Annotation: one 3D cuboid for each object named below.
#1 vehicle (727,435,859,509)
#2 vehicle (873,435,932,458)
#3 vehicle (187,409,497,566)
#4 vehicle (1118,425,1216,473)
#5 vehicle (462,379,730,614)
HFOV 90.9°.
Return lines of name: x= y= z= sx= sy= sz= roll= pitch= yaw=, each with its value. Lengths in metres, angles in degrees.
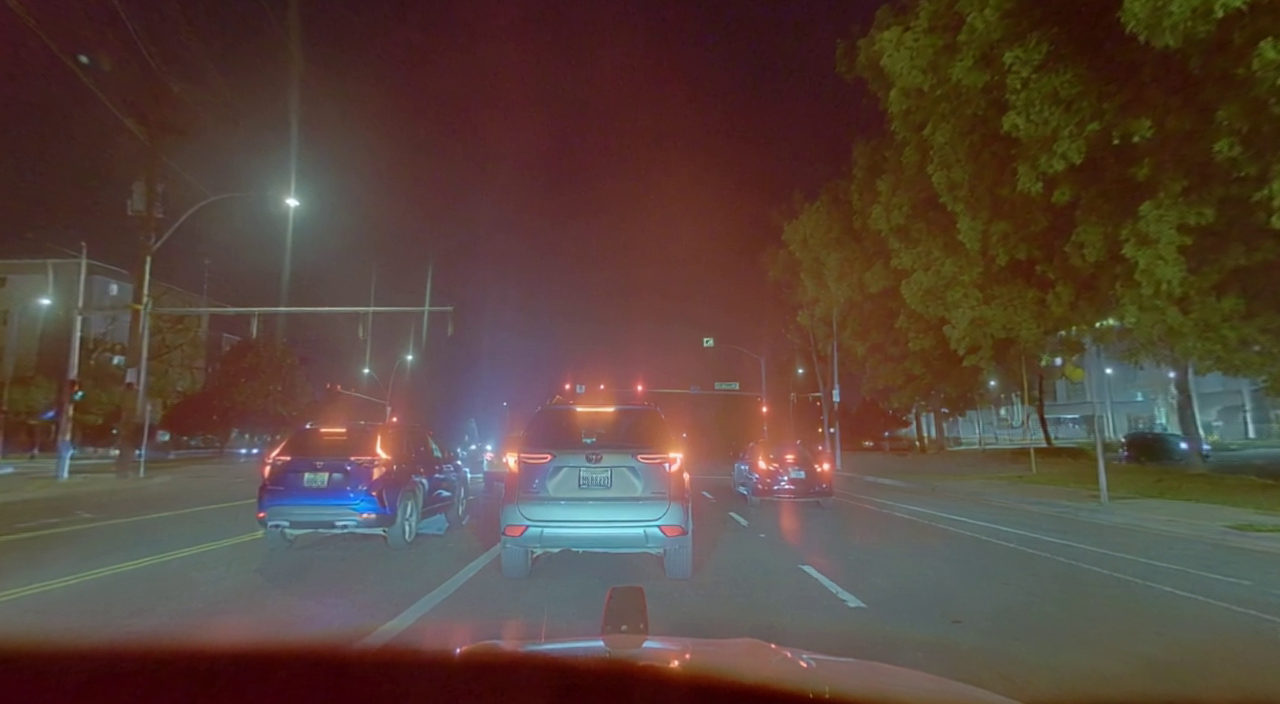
vehicle: x=3.450 y=2.790 z=15.145 sx=2.121 sy=1.494 sz=4.208 roll=0 pitch=-8 yaw=0
vehicle: x=19.995 y=7.207 z=47.917 sx=4.361 sy=1.653 sz=2.034 roll=6 pitch=-10 yaw=-35
vehicle: x=-3.722 y=1.789 z=9.096 sx=2.160 sy=1.666 sz=4.583 roll=0 pitch=-8 yaw=1
vehicle: x=19.277 y=3.522 z=23.001 sx=4.215 sy=1.578 sz=1.892 roll=7 pitch=-11 yaw=-39
vehicle: x=-0.335 y=1.433 z=7.103 sx=2.064 sy=1.817 sz=4.298 roll=0 pitch=-8 yaw=0
